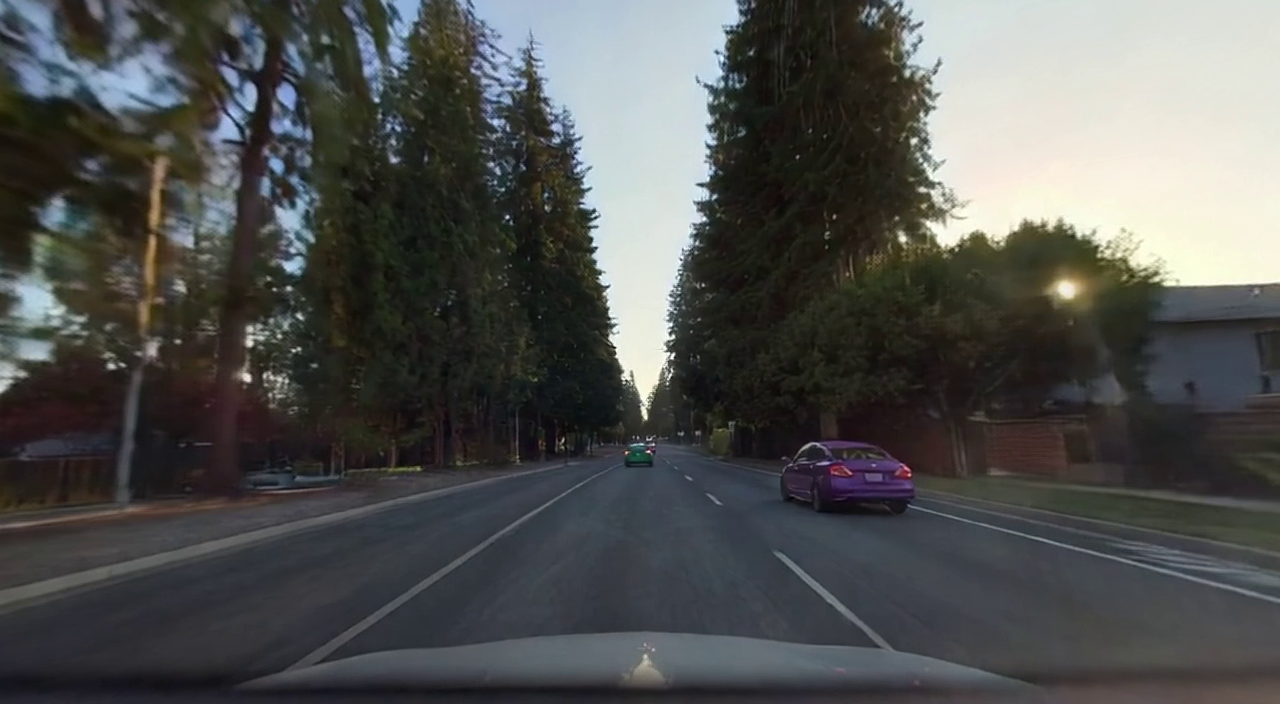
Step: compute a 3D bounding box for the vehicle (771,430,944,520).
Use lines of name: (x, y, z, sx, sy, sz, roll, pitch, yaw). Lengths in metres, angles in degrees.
vehicle: (4.172, 2.388, 13.004, 1.943, 1.471, 4.515, -1, -7, 0)

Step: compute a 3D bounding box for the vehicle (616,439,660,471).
vehicle: (-0.047, 5.555, 34.453, 2.206, 1.525, 4.695, -1, -7, 1)
